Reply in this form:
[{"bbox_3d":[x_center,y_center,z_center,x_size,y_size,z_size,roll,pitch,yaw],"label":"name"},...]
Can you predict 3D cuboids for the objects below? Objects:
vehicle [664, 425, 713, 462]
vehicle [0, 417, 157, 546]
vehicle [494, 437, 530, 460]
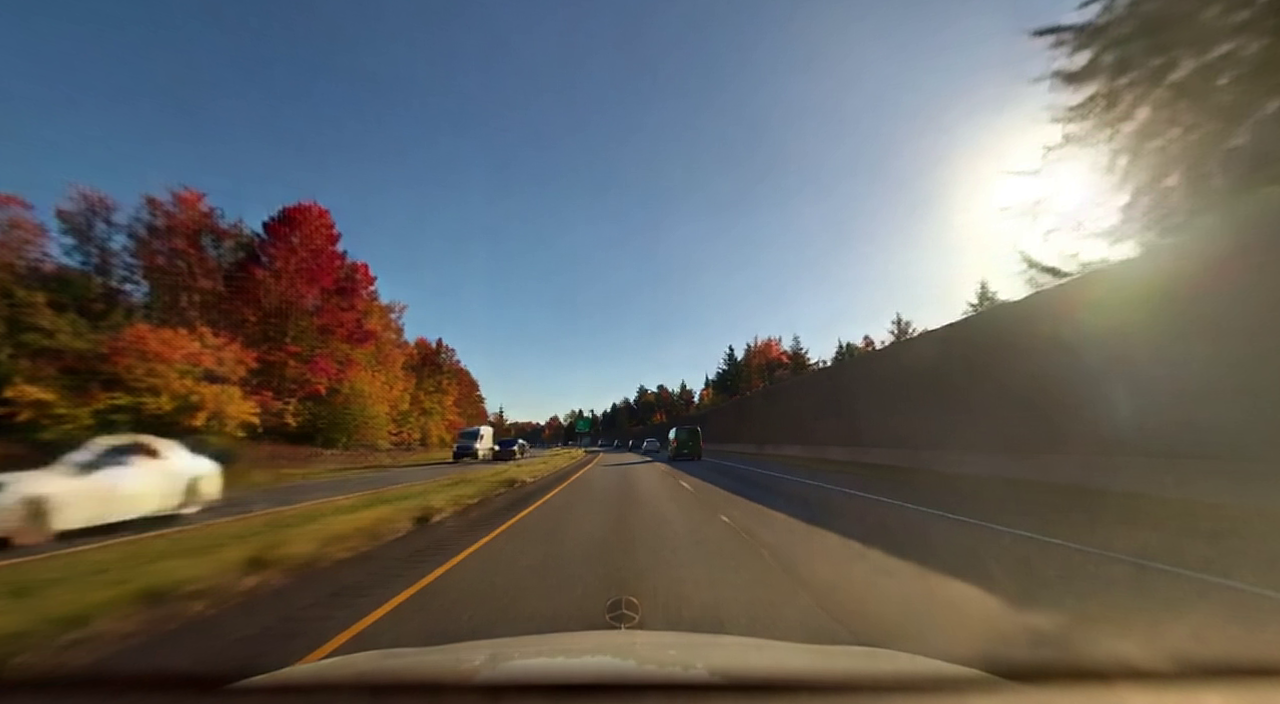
[{"bbox_3d":[2.868,5.603,38.591,2.393,2.072,4.958,1,-8,-2],"label":"vehicle"},{"bbox_3d":[-8.419,1.568,7.797,1.784,1.501,3.916,1,-8,-1],"label":"vehicle"},{"bbox_3d":[-9.025,6.853,44.727,1.797,1.509,3.905,1,-8,-1],"label":"vehicle"}]
